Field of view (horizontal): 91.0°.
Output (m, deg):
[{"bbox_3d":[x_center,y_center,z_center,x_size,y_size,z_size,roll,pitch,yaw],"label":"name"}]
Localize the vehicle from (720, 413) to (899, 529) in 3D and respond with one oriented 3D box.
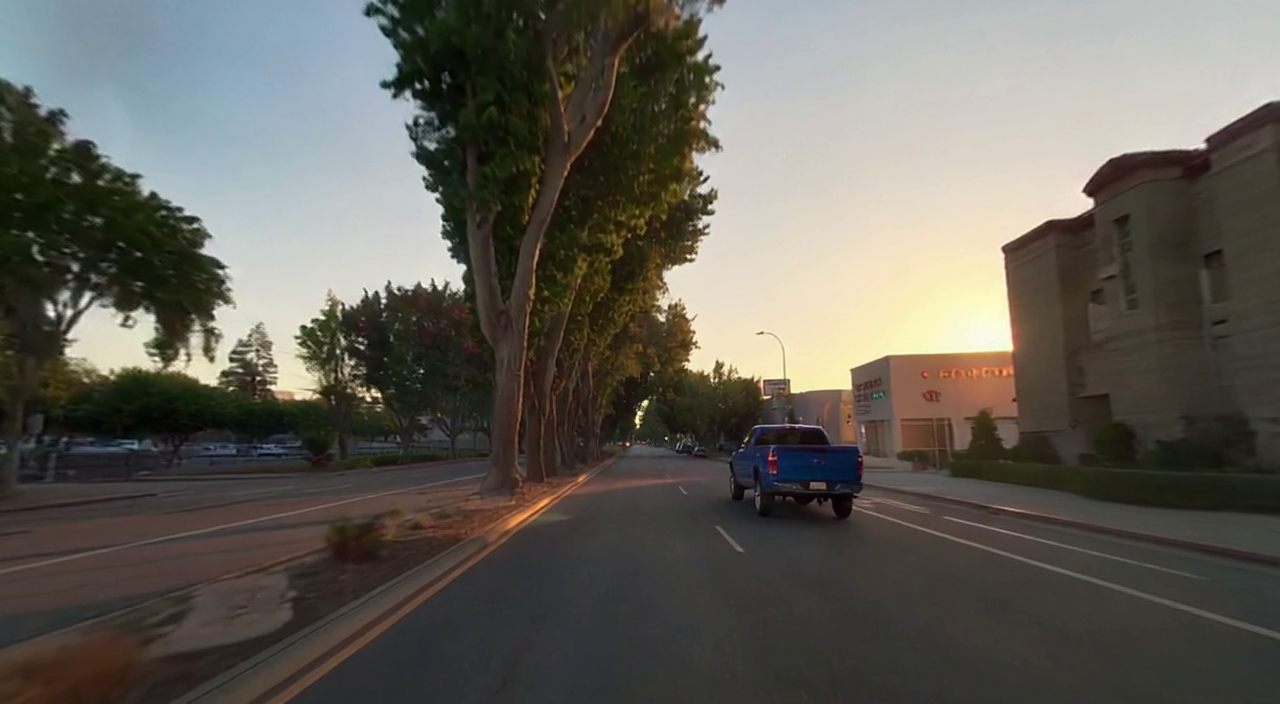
[{"bbox_3d":[3.060,2.297,12.807,2.085,1.828,5.383,0,-8,-1],"label":"vehicle"}]
